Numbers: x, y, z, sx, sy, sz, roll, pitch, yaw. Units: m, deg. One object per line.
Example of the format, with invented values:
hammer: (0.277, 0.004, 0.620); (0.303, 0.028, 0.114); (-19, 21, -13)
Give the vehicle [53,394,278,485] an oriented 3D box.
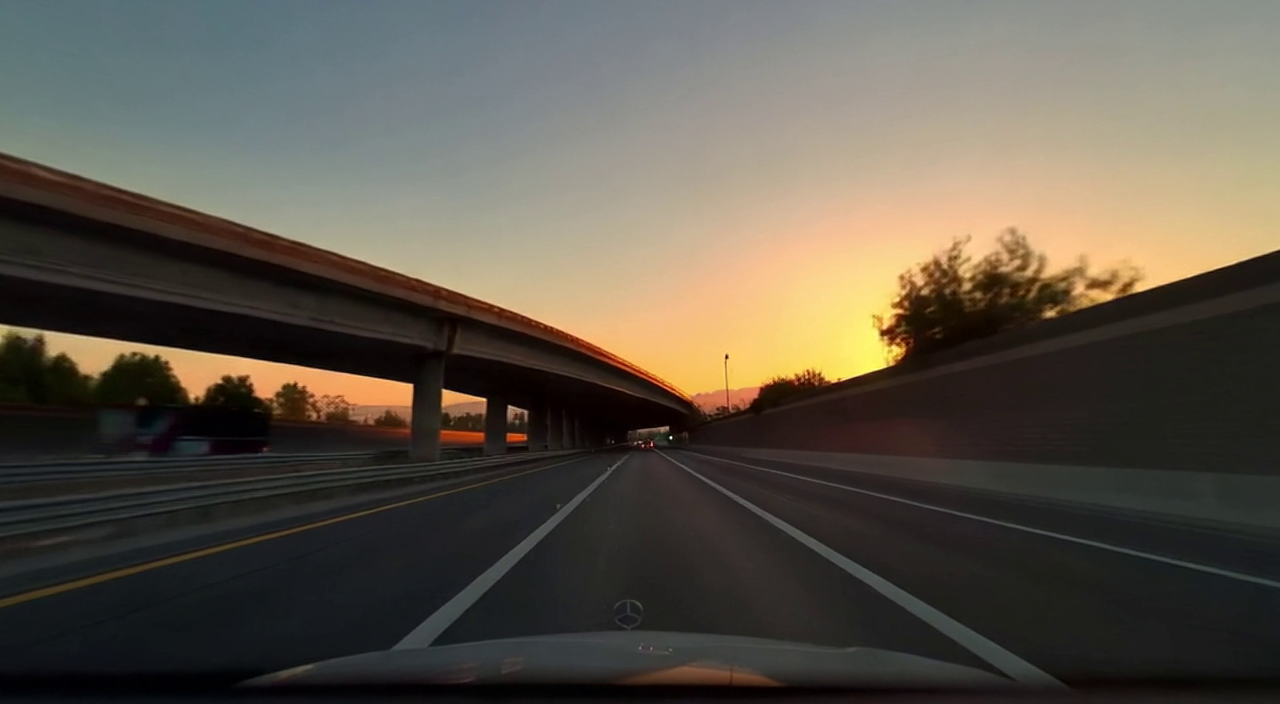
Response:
vehicle: (-20.687, 3.993, 28.552); (2.985, 3.422, 9.121); (0, -8, 1)
